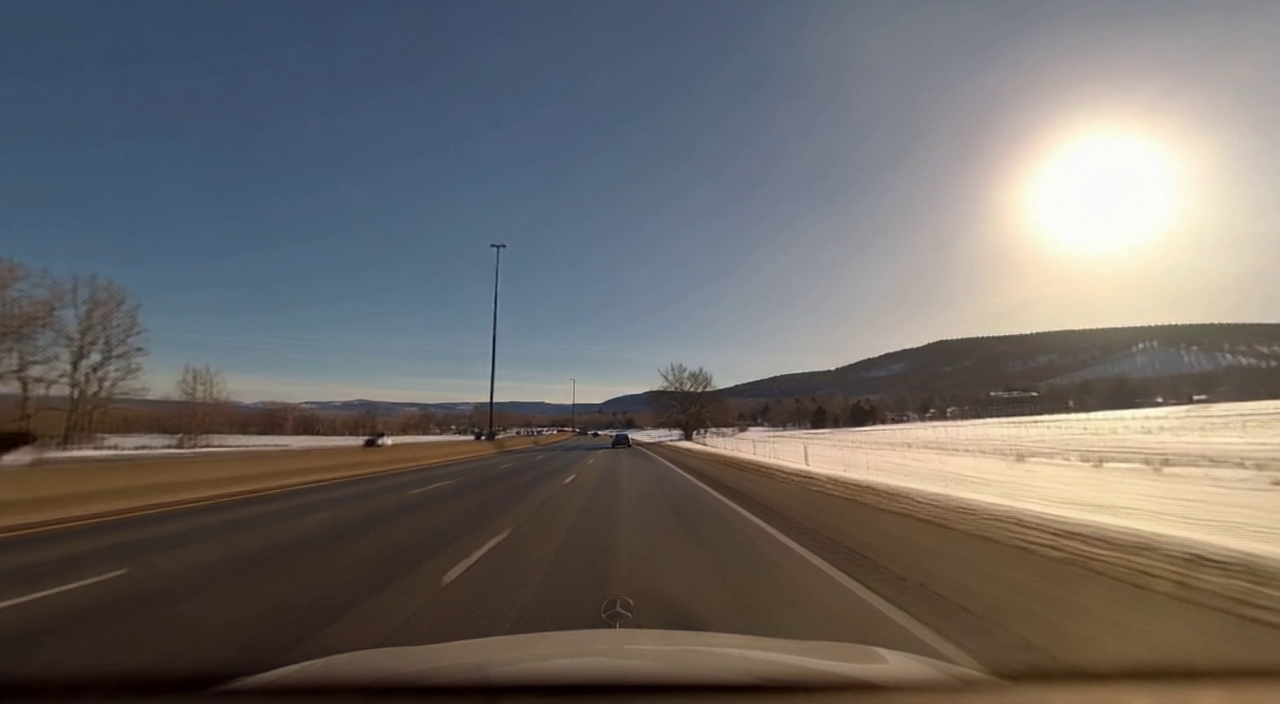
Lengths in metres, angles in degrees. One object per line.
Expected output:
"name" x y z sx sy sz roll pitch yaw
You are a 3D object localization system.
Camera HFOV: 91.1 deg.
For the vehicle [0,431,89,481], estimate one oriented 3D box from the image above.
"vehicle" -19.927 3.223 19.576 1.791 1.467 4.207 0 -8 -1
